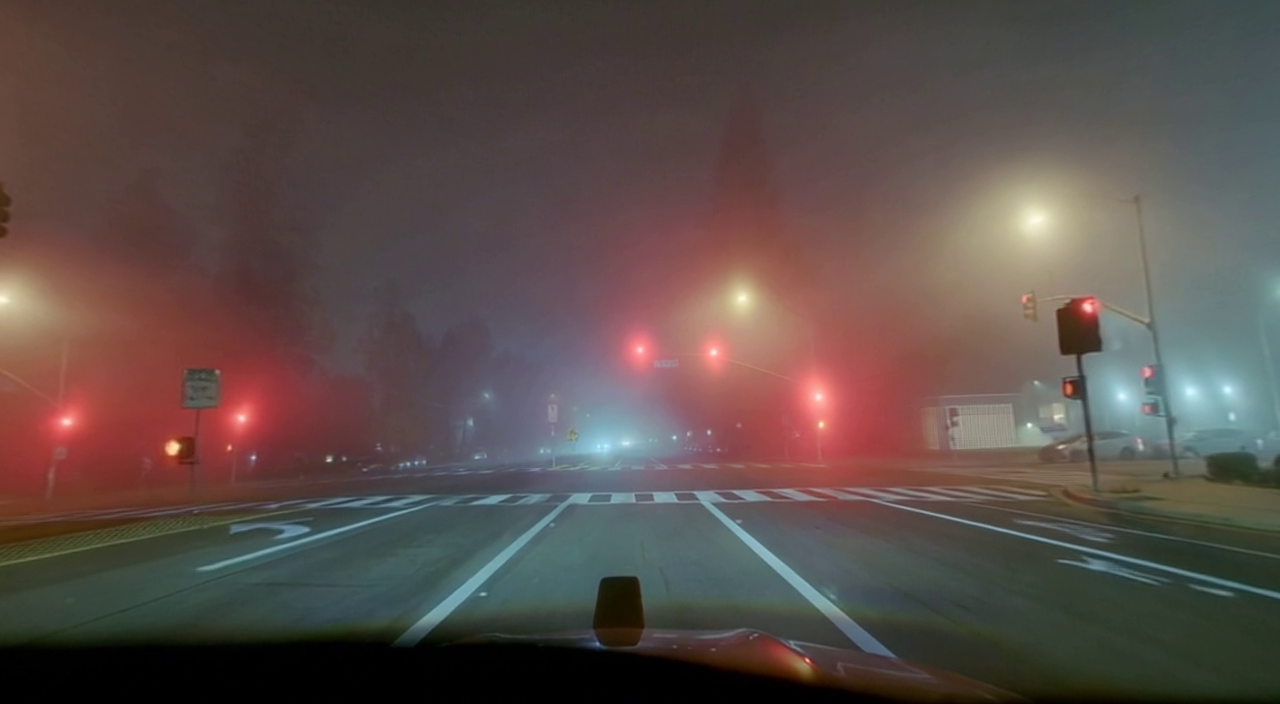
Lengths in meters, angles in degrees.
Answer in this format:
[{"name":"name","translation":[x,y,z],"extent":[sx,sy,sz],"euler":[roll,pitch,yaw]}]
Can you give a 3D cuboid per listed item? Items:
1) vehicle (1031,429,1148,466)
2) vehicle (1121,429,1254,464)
[{"name":"vehicle","translation":[22.091,4.692,31.144],"extent":[4.323,1.746,1.872],"euler":[0,-9,-3]},{"name":"vehicle","translation":[27.321,4.727,31.621],"extent":[4.910,1.644,2.032],"euler":[0,-9,-4]}]
